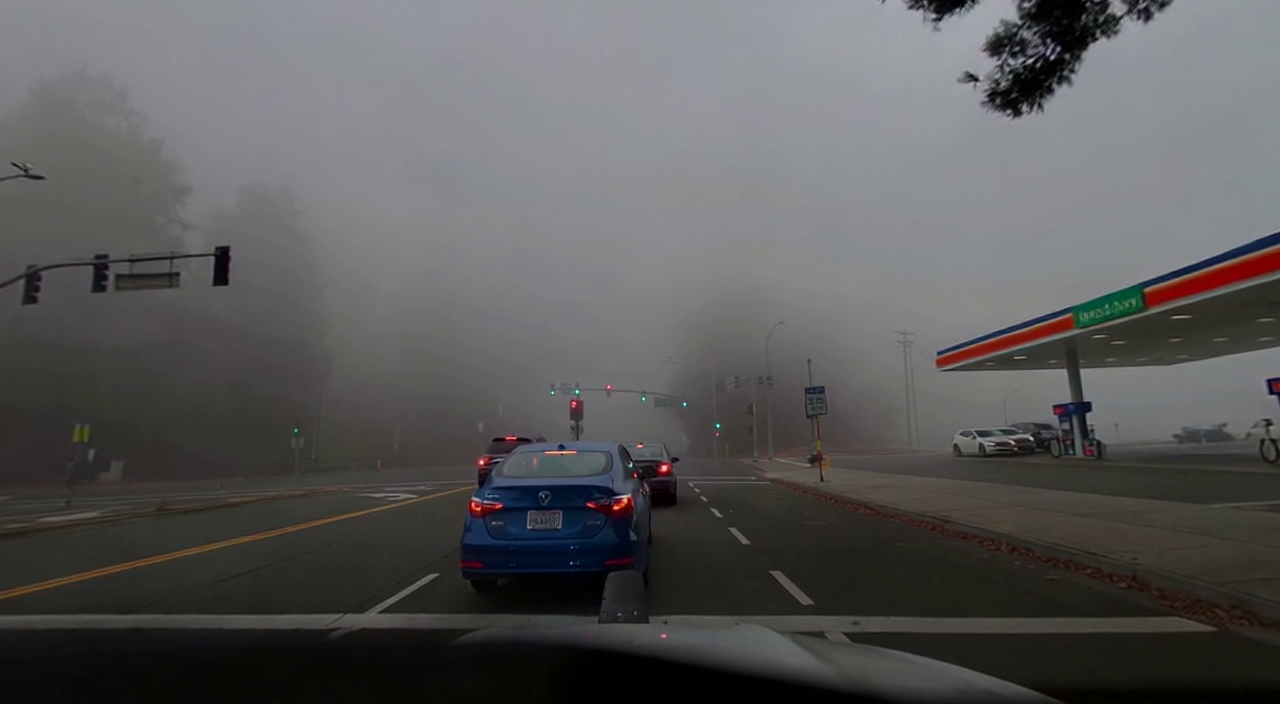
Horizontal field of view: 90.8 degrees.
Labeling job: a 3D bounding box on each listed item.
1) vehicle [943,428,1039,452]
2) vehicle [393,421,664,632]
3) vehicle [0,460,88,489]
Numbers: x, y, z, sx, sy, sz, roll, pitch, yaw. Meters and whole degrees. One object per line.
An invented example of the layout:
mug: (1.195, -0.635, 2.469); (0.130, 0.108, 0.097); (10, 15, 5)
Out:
vehicle: (22.325, 5.630, 40.294); (4.874, 1.502, 2.048); (0, -8, -1)
vehicle: (-0.744, 1.604, 6.908); (1.916, 1.510, 4.447); (-1, -8, 3)
vehicle: (-35.216, 7.031, 36.615); (1.796, 1.440, 4.802); (-1, -8, 4)
